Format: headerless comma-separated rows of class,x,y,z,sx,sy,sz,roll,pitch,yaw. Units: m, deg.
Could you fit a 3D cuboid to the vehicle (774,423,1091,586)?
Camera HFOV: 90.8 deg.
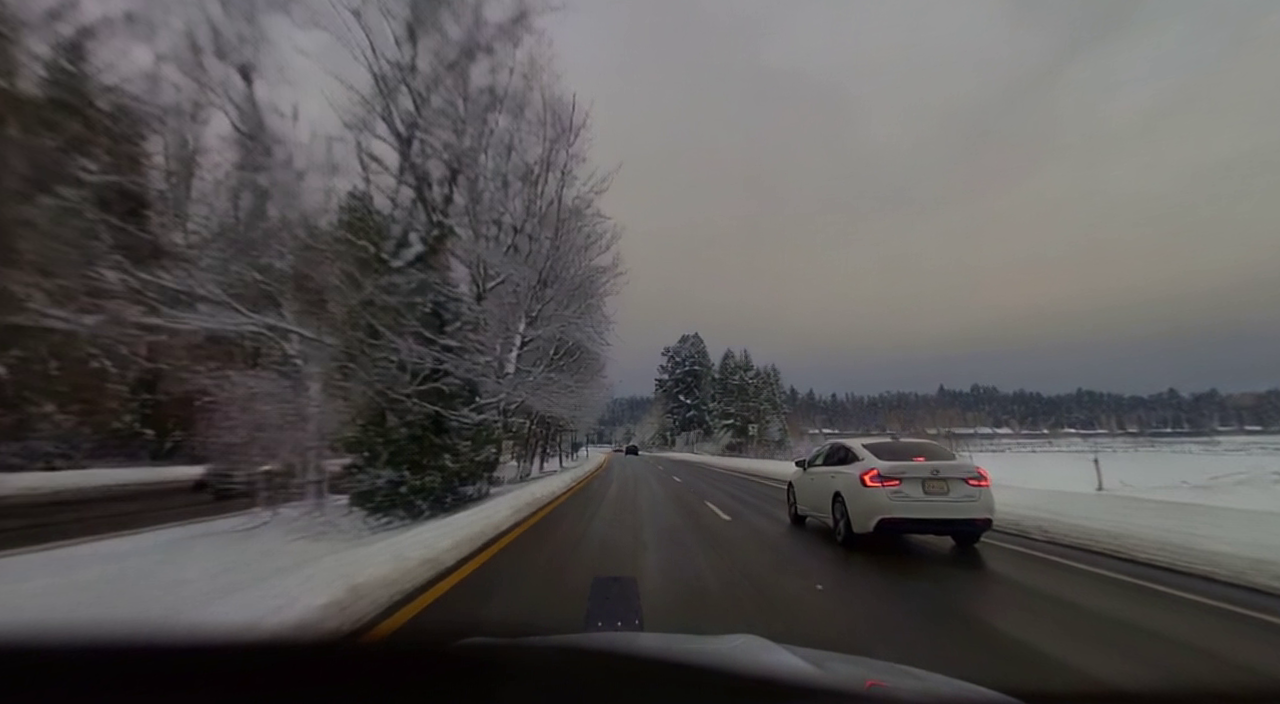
vehicle,3.391,1.859,8.619,2.060,1.584,4.592,0,-9,-1
